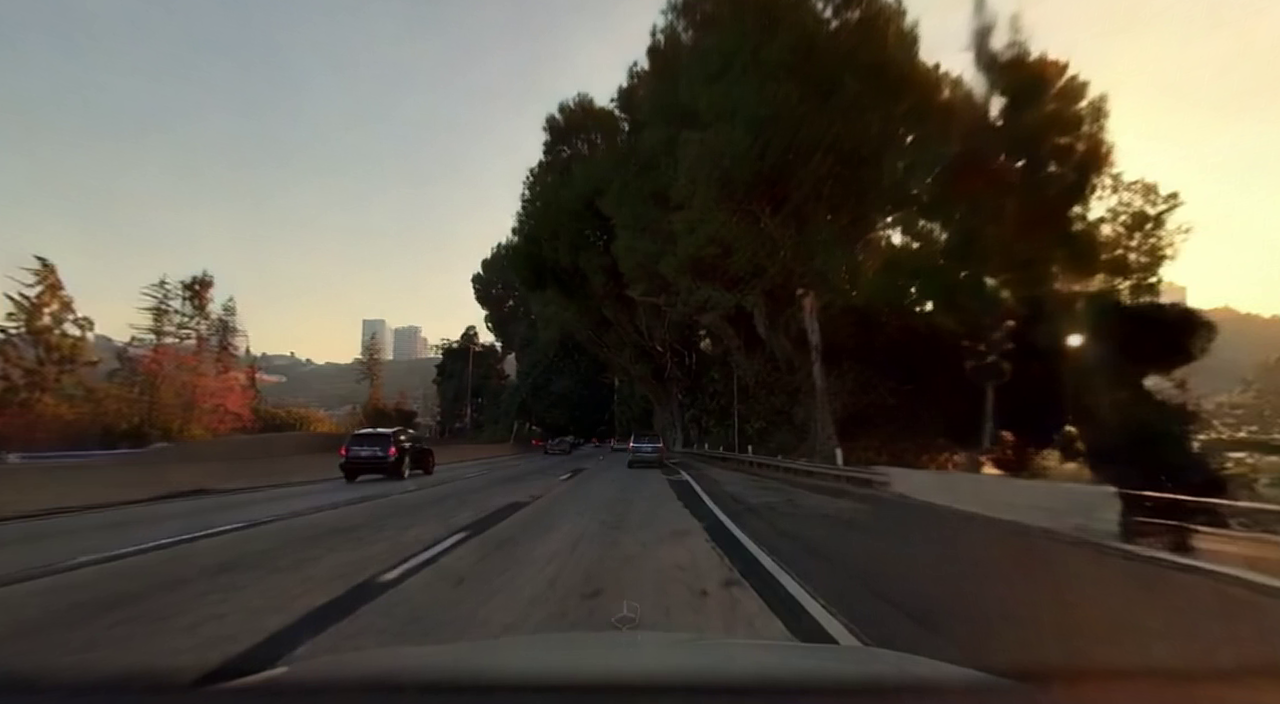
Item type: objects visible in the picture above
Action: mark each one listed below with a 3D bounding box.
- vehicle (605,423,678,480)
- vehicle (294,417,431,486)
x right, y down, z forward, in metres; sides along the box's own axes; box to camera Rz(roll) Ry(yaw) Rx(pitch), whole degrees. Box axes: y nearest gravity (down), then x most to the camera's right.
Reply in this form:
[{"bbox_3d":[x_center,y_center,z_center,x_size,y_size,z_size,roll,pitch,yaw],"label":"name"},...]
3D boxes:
[{"bbox_3d":[0.068,3.843,24.595,2.497,1.957,5.432,0,-9,0],"label":"vehicle"},{"bbox_3d":[-8.764,3.231,20.634,2.289,1.955,5.147,0,-9,-2],"label":"vehicle"}]
